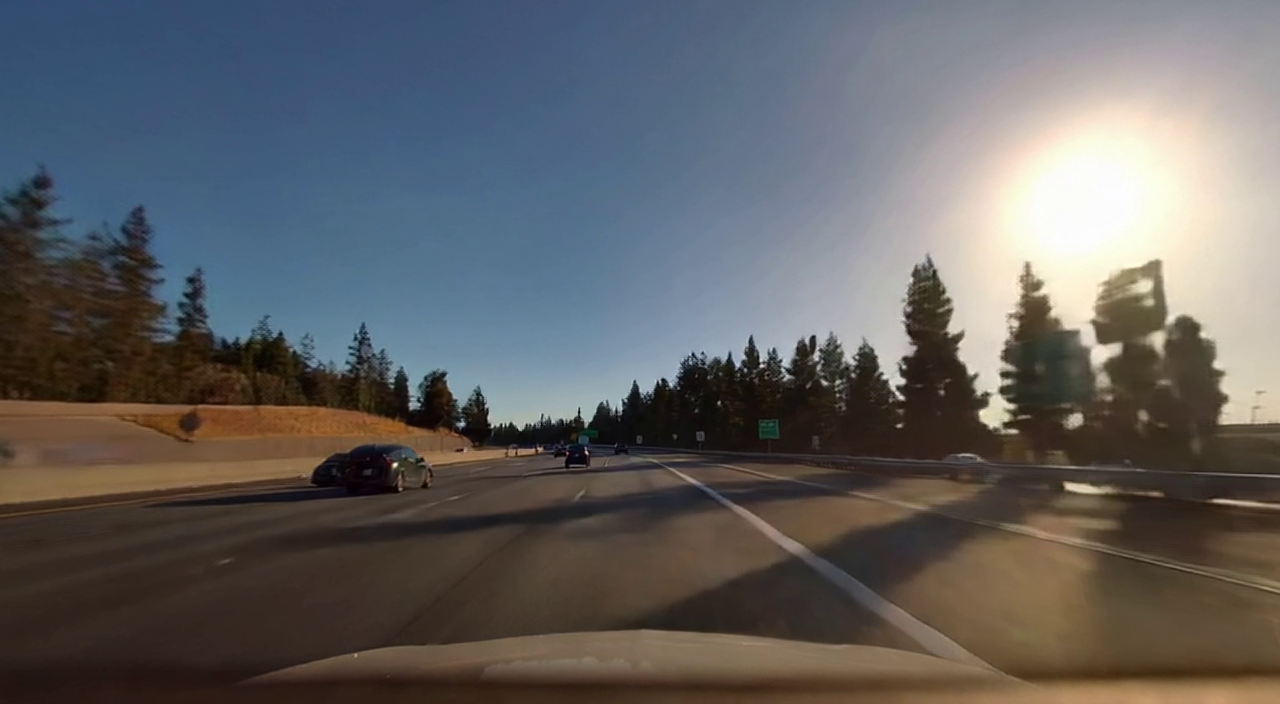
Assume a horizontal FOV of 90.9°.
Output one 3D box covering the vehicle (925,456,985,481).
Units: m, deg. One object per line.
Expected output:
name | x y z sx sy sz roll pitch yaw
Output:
vehicle | 20.238 7.479 40.724 2.005 1.478 4.056 -1 -9 5

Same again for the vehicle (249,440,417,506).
vehicle | -7.741 3.076 16.545 2.038 1.463 4.656 0 -8 0

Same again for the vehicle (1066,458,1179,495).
vehicle | 21.940 5.627 28.933 1.950 1.462 4.391 -1 -8 5

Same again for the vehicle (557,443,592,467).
vehicle | -4.185 6.688 41.050 1.936 1.465 4.060 0 -8 -1
